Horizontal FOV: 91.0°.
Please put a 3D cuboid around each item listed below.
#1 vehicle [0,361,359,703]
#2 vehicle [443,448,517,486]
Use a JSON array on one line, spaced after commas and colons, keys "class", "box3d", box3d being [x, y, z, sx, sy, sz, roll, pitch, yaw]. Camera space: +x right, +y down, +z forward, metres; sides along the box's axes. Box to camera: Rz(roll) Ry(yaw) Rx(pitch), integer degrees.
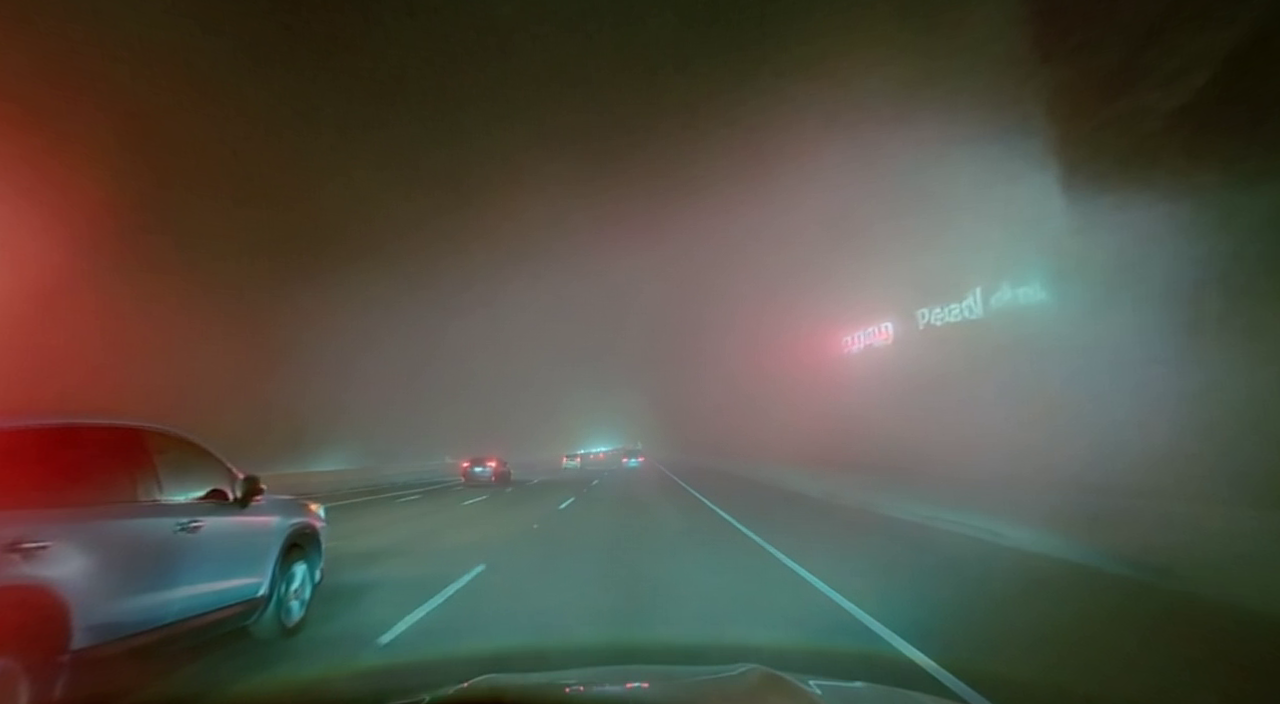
[{"class": "vehicle", "box3d": [-3.792, 1.081, 3.808, 2.059, 1.725, 4.521, 0, -9, 0]}, {"class": "vehicle", "box3d": [-7.203, 5.215, 28.921, 1.998, 1.542, 4.953, 0, -9, 1]}]
